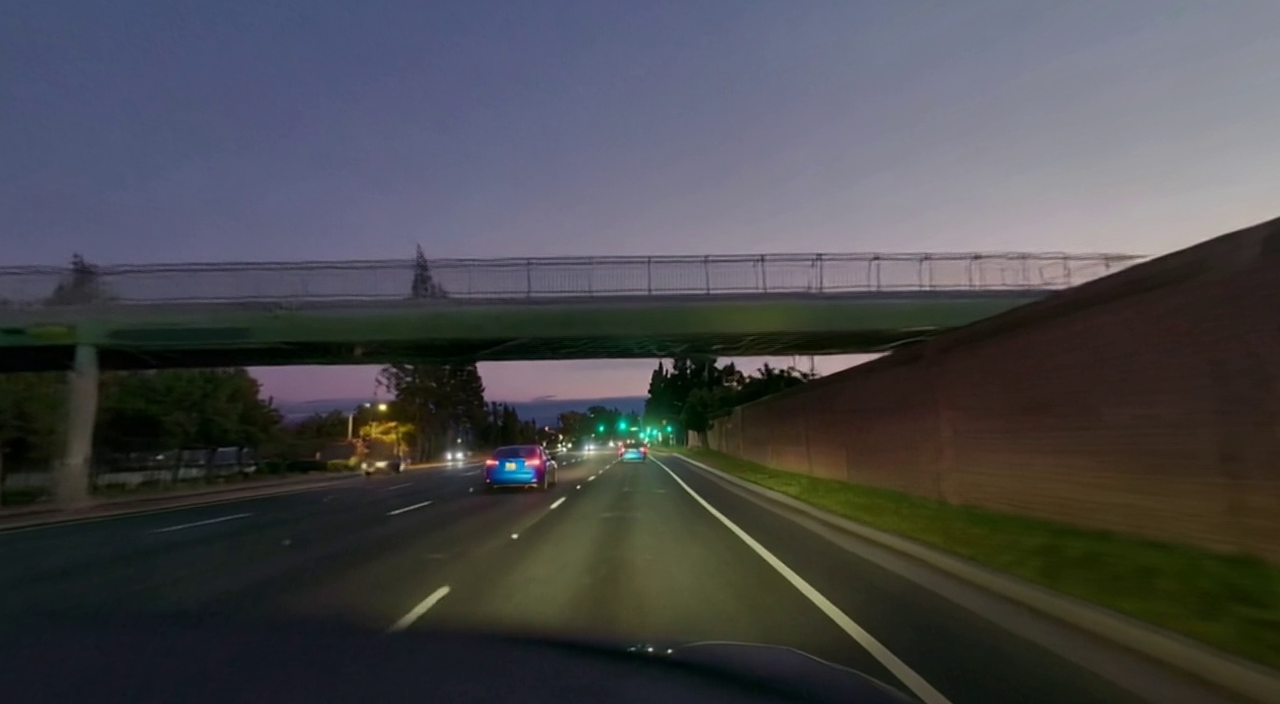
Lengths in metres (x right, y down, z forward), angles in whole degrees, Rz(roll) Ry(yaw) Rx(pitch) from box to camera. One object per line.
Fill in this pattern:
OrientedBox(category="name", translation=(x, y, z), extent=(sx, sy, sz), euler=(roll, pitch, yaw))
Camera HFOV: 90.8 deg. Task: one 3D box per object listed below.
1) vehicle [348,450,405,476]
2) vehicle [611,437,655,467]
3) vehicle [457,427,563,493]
OrientedBox(category="vehicle", translation=(-18.079, 7.626, 43.585), extent=(1.983, 1.552, 4.798), euler=(0, -8, -1))
OrientedBox(category="vehicle", translation=(-0.395, 5.410, 34.440), extent=(2.205, 1.509, 4.272), euler=(0, -8, -1))
OrientedBox(category="vehicle", translation=(-3.811, 3.247, 19.430), extent=(2.223, 1.771, 4.581), euler=(0, -8, 1))
